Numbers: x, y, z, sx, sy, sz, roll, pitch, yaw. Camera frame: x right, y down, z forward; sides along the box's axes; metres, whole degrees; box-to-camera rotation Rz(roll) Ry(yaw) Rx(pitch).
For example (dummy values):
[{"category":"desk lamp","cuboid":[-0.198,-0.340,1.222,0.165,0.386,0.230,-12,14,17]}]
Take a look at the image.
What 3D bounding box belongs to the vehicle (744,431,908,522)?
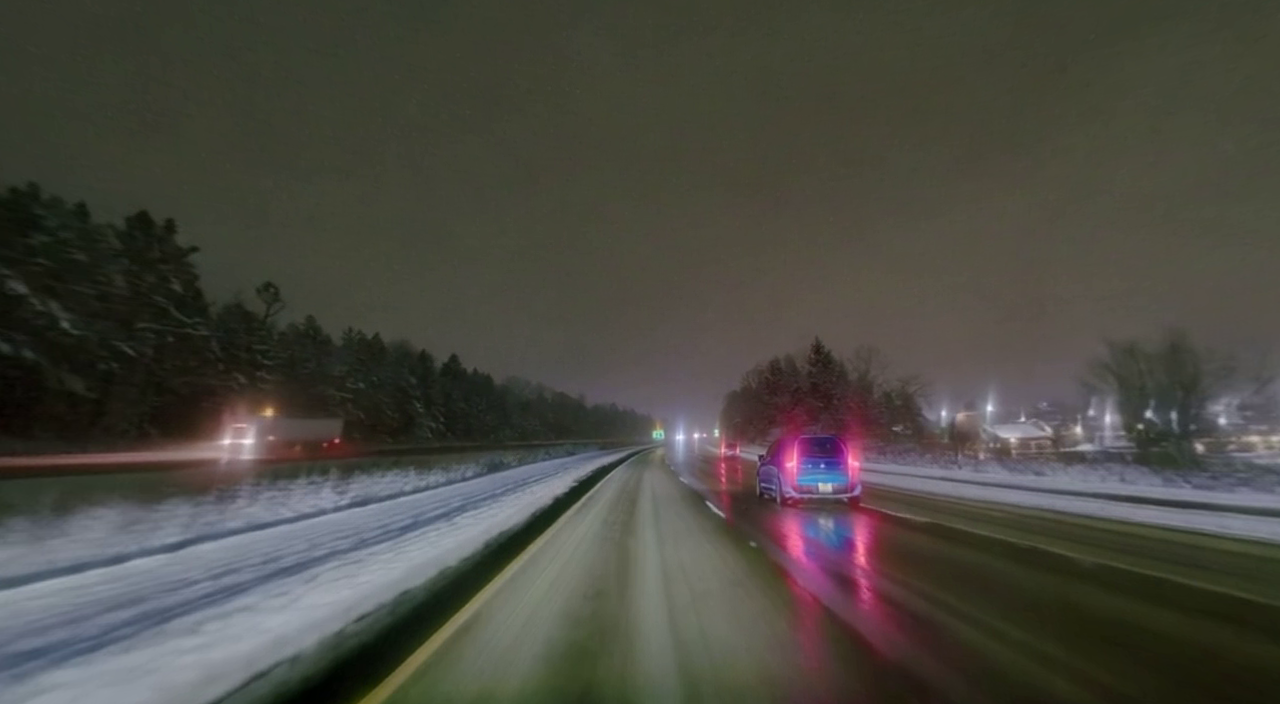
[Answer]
[{"category":"vehicle","cuboid":[3.584,2.474,13.133,2.050,1.546,4.344,0,-8,-1]}]
